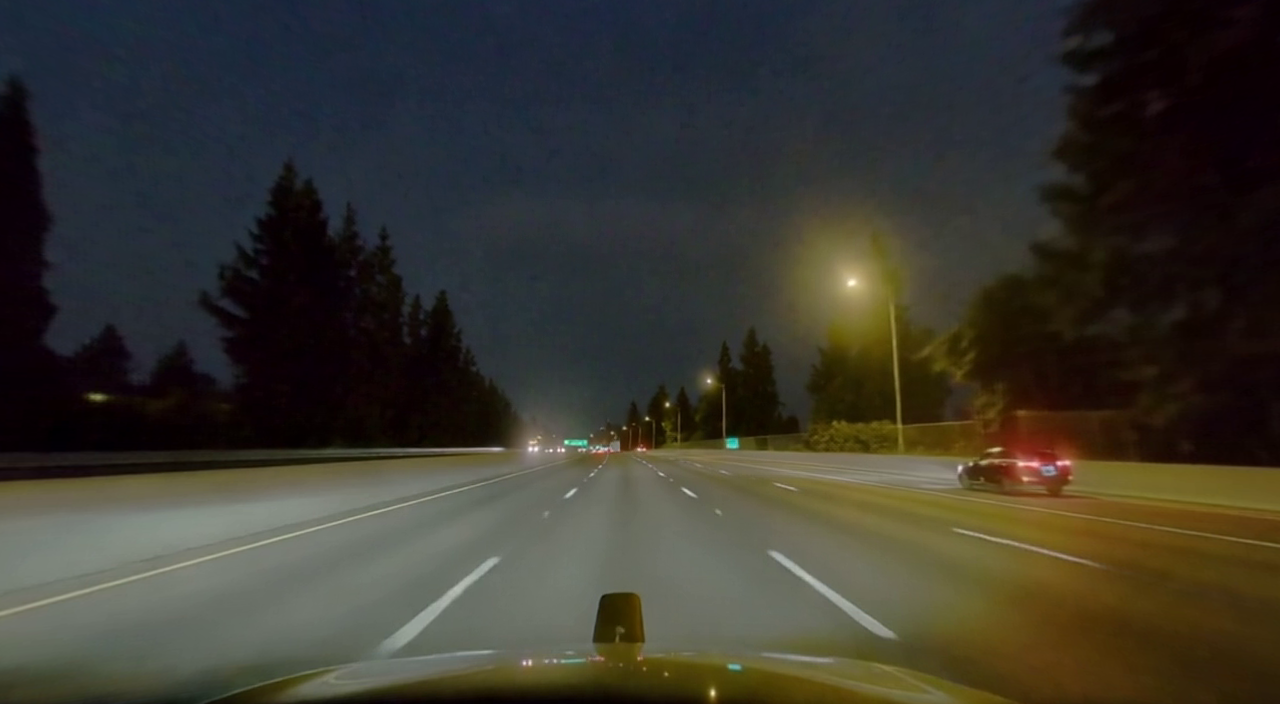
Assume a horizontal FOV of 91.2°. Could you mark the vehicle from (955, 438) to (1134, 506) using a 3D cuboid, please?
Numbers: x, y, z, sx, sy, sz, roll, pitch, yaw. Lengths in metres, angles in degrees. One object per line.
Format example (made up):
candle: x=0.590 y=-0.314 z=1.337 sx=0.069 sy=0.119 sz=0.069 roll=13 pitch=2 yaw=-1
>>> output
vehicle: x=9.832 y=2.930 z=15.648 sx=1.853 sy=1.463 sz=3.780 roll=0 pitch=-9 yaw=-1
